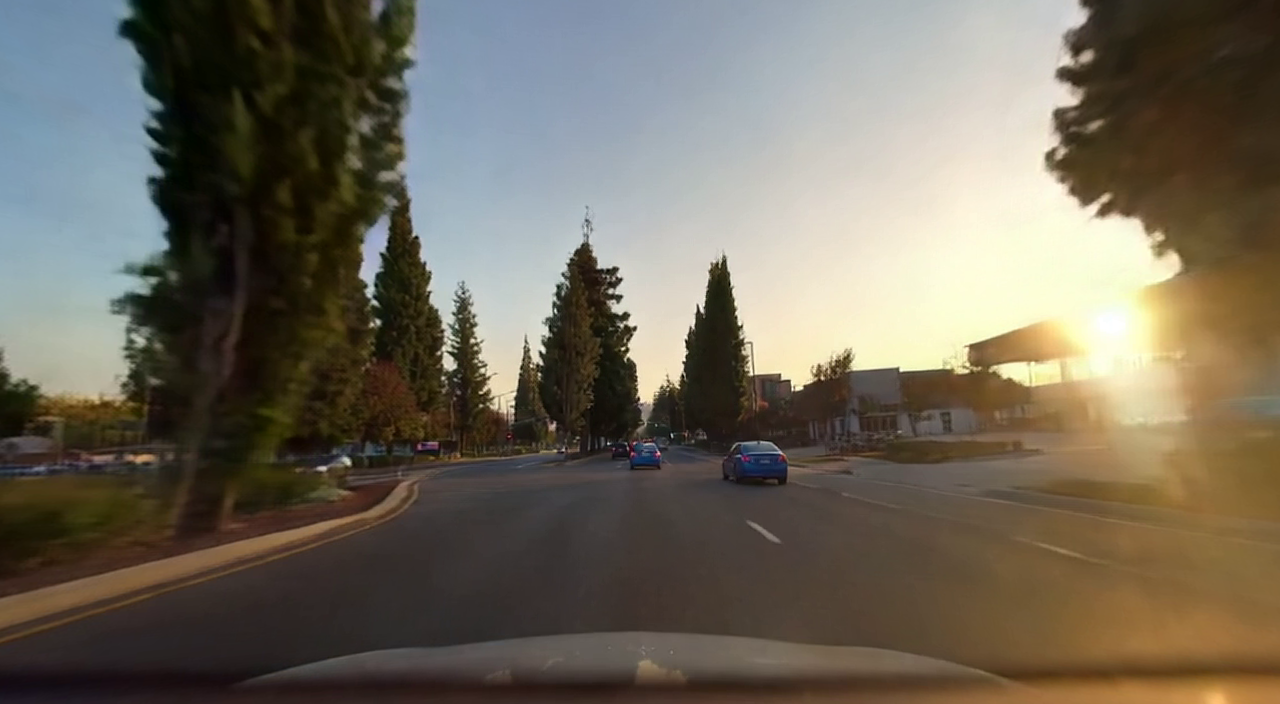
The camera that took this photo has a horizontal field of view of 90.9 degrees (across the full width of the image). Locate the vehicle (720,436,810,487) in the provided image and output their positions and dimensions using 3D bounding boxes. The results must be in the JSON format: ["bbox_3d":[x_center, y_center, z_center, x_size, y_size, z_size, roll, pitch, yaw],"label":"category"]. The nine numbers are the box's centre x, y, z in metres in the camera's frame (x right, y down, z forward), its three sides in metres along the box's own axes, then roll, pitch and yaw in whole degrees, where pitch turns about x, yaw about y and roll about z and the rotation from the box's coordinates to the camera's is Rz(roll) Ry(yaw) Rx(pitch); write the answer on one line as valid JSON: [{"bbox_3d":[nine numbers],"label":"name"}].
[{"bbox_3d":[3.989,3.582,20.970,2.067,1.497,4.327,0,-8,0],"label":"vehicle"}]

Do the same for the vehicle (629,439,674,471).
[{"bbox_3d":[0.548,5.274,32.556,2.144,1.505,4.128,-1,-8,0],"label":"vehicle"}]

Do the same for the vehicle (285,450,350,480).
[{"bbox_3d":[-21.010,7.342,41.218,1.921,1.728,4.364,-1,-8,0],"label":"vehicle"}]
